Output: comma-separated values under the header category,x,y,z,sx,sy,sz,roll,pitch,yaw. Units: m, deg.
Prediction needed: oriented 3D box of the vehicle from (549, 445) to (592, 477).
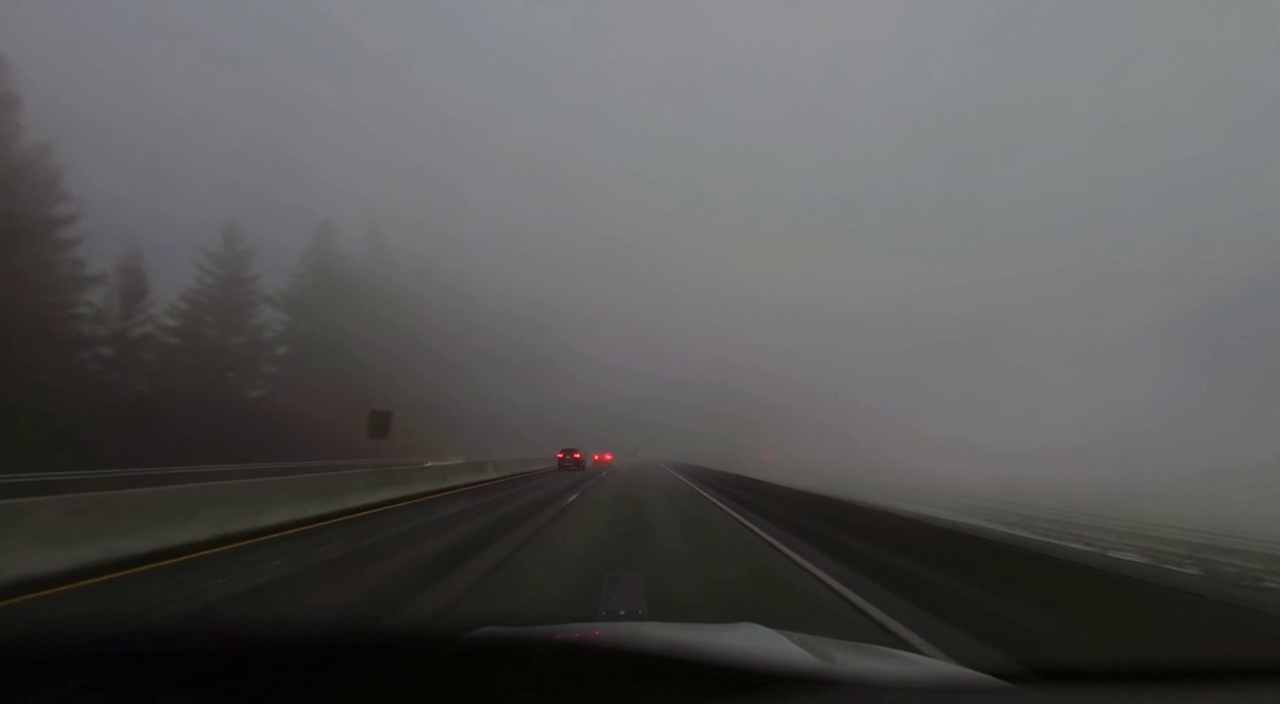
category,x,y,z,sx,sy,sz,roll,pitch,yaw
vehicle,-3.744,5.946,34.676,1.846,1.600,4.108,0,-9,0
